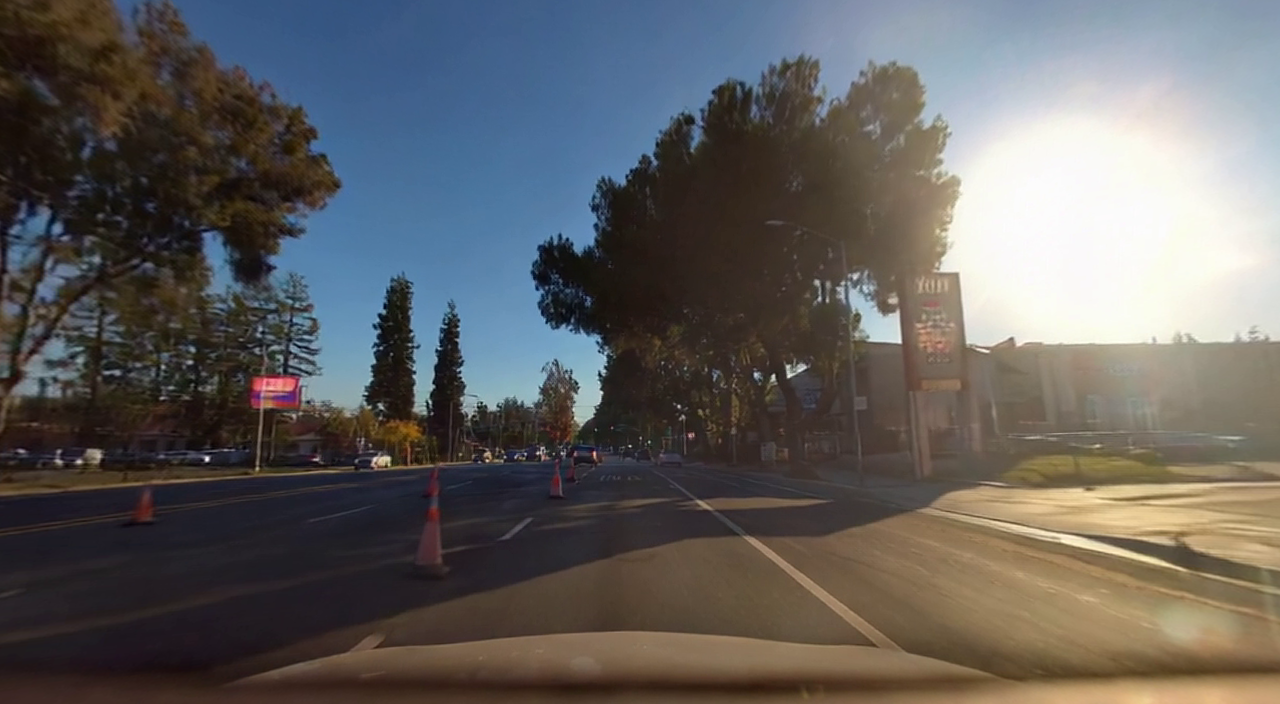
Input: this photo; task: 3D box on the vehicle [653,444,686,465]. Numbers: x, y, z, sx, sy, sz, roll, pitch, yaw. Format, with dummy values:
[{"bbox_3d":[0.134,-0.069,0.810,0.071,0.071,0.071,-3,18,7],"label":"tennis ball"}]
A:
[{"bbox_3d":[2.210,7.823,48.426,2.063,1.483,4.226,0,-9,-3],"label":"vehicle"}]
